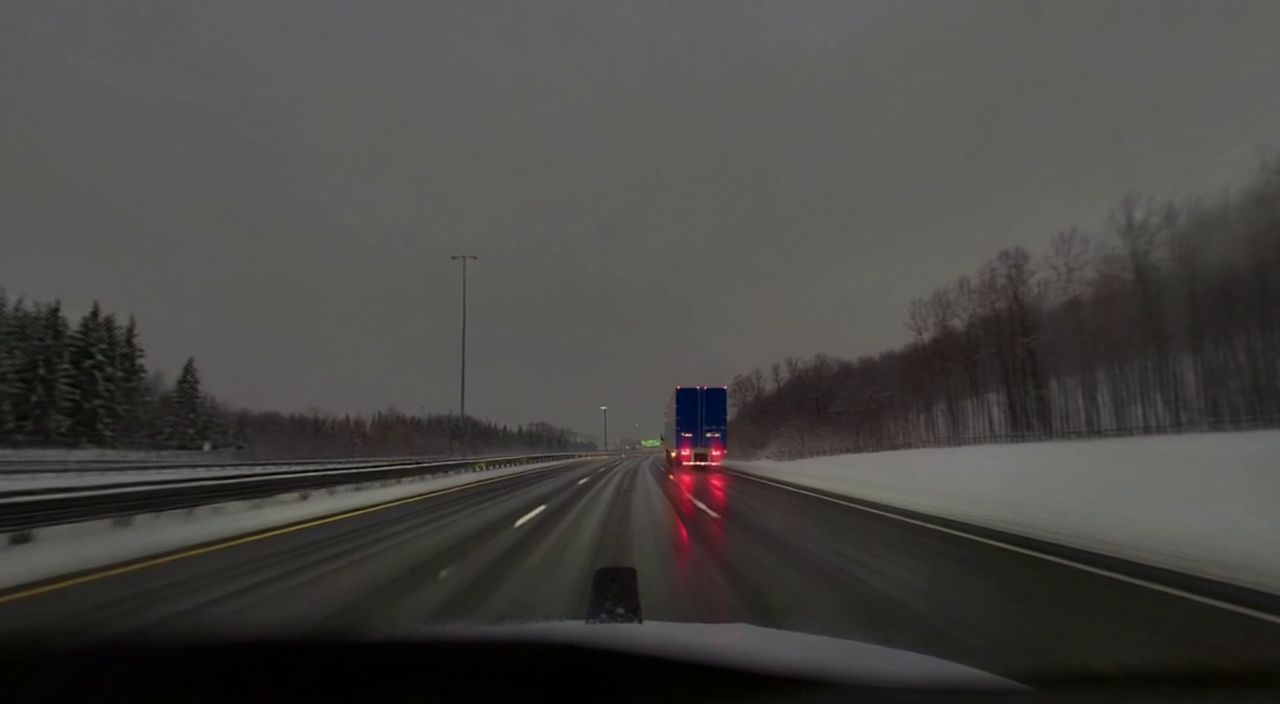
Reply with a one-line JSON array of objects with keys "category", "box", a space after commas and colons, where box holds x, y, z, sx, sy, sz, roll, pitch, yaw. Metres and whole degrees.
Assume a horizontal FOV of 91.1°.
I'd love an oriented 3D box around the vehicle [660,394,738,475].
[{"category": "vehicle", "box": [3.165, 5.202, 38.481, 3.244, 4.020, 14.561, 0, -9, 0]}]
